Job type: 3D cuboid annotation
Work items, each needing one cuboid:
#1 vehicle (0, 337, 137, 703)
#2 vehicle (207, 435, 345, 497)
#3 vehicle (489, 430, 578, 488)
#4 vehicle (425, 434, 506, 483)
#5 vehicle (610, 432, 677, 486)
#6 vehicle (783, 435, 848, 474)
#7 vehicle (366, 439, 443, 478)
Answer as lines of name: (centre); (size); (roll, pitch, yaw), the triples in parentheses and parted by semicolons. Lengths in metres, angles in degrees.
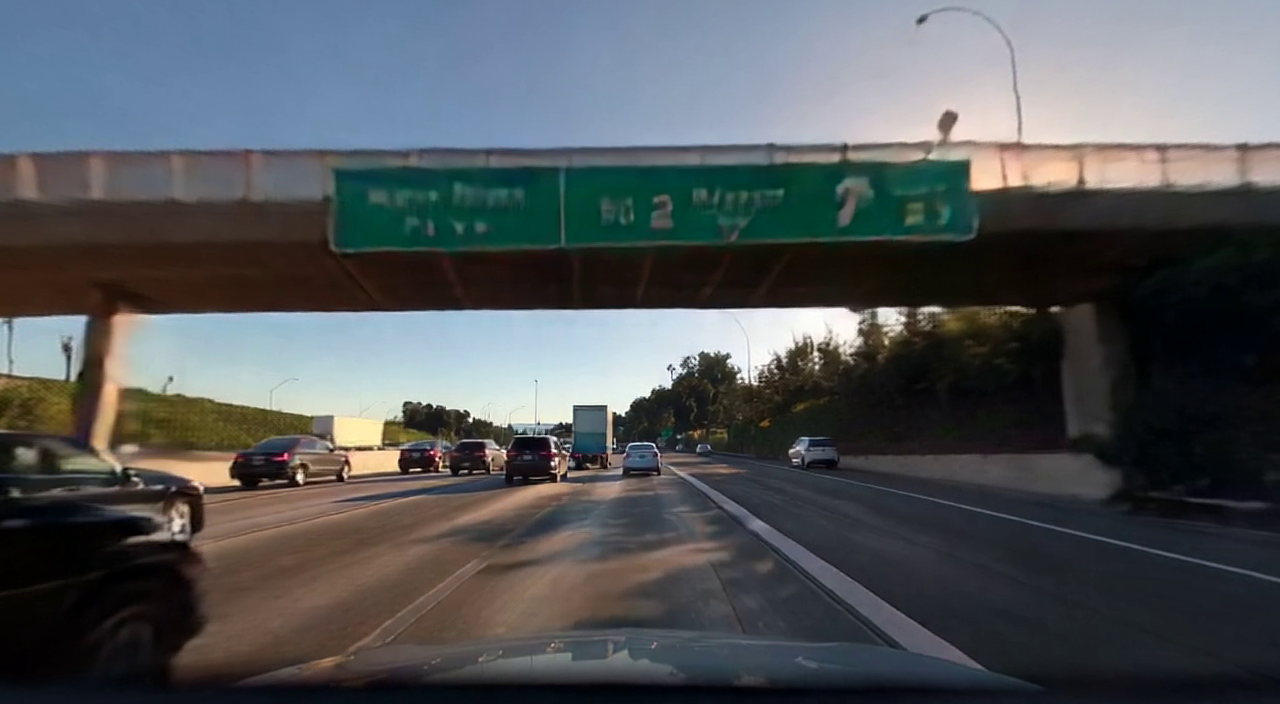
vehicle: (-3.443, 0.576, 0.660); (2.209, 1.711, 4.296); (0, -8, 1)
vehicle: (-10.980, 3.432, 19.401); (1.863, 1.696, 3.885); (0, -8, 1)
vehicle: (-3.541, 3.677, 21.930); (2.125, 1.792, 4.466); (-1, -8, 3)
vehicle: (-6.949, 4.278, 25.635); (1.998, 1.770, 4.222); (0, -8, 1)
vehicle: (0.153, 3.786, 22.581); (2.180, 1.716, 3.920); (0, -8, 1)
vehicle: (8.324, 4.893, 30.299); (2.026, 1.718, 4.522); (-1, -8, 3)
vehicle: (-10.795, 4.908, 29.284); (1.894, 1.669, 4.251); (0, -8, 0)
